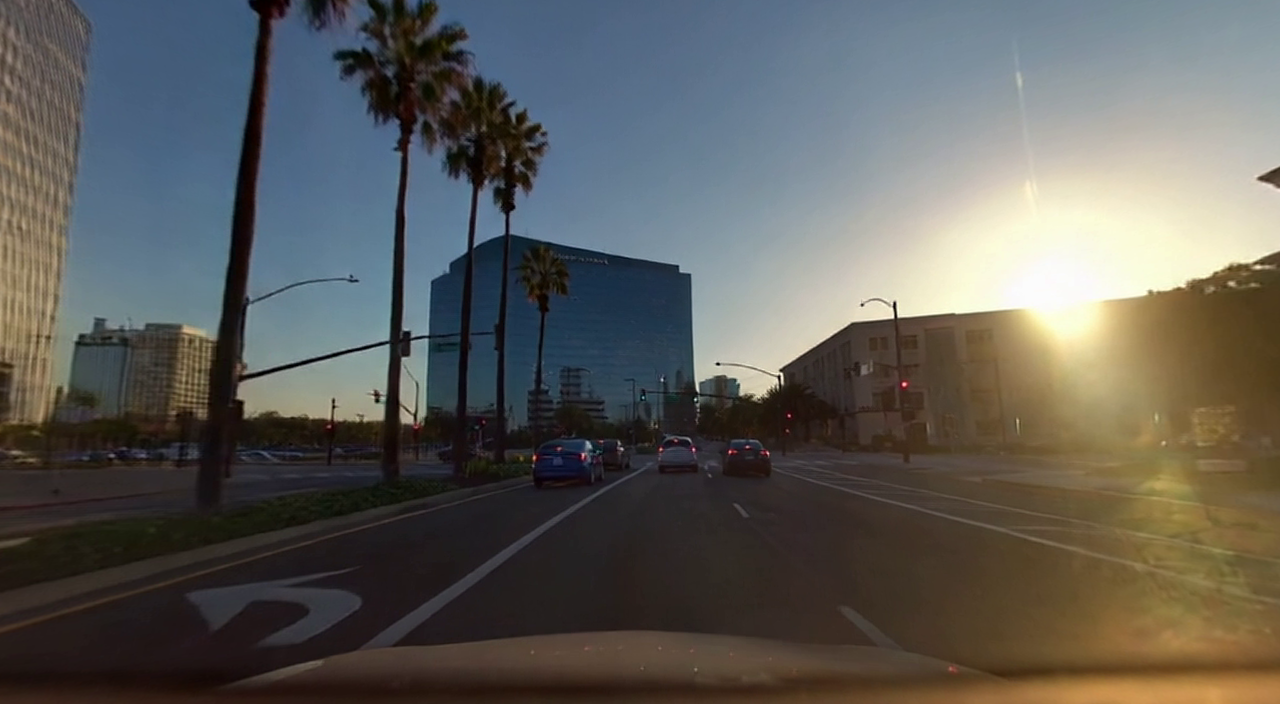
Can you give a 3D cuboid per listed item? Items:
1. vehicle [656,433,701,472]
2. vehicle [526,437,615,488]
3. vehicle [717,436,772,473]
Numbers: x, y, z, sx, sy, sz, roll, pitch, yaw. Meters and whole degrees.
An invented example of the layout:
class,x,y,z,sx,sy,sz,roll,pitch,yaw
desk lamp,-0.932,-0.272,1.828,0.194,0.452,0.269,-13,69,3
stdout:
class,x,y,z,sx,sy,sz,roll,pitch,yaw
vehicle,1.901,4.906,30.981,2.060,1.730,4.257,-1,-8,4
vehicle,-2.129,3.575,20.781,1.962,1.480,4.605,-1,-9,6
vehicle,4.734,4.708,29.200,1.936,1.567,3.896,0,-9,1
